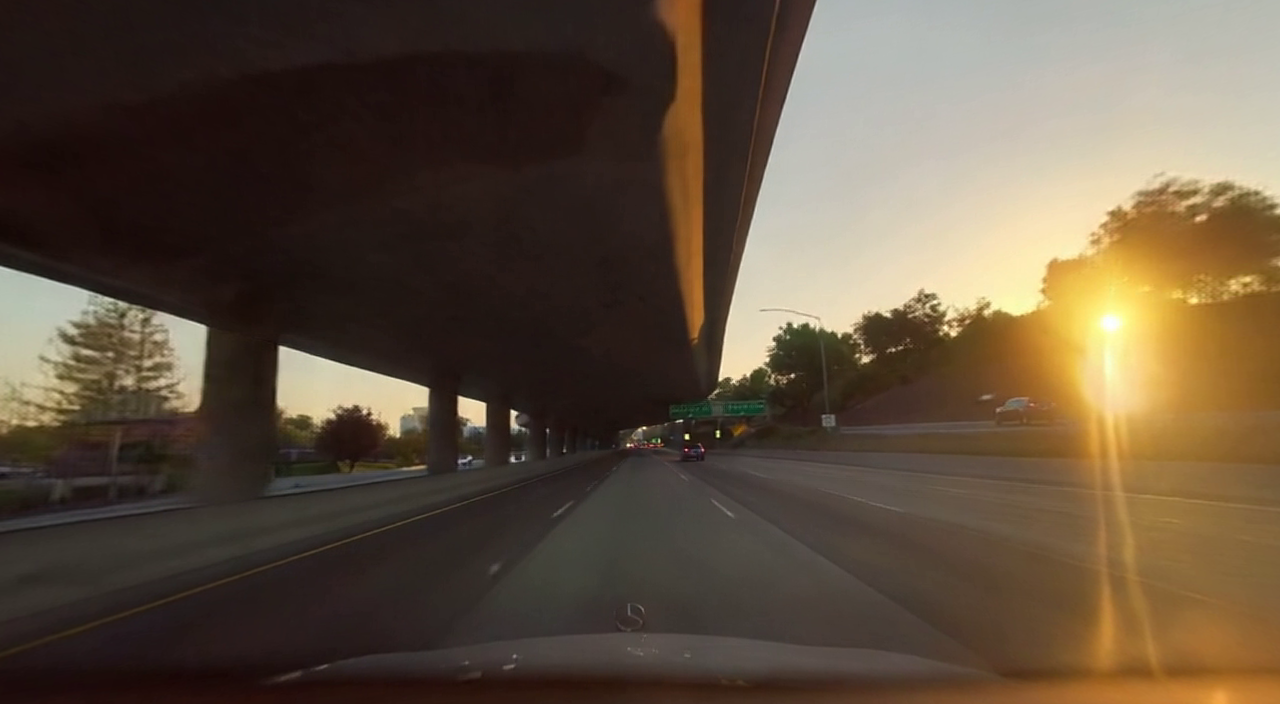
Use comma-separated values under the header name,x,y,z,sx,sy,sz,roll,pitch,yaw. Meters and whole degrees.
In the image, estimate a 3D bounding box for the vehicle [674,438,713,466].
name,x,y,z,sx,sy,sz,roll,pitch,yaw
vehicle,3.471,6.606,41.759,2.099,1.748,4.331,0,-8,-2

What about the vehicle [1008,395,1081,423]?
name,x,y,z,sx,sy,sz,roll,pitch,yaw
vehicle,25.722,3.671,40.253,1.887,1.537,3.996,0,-8,-1
